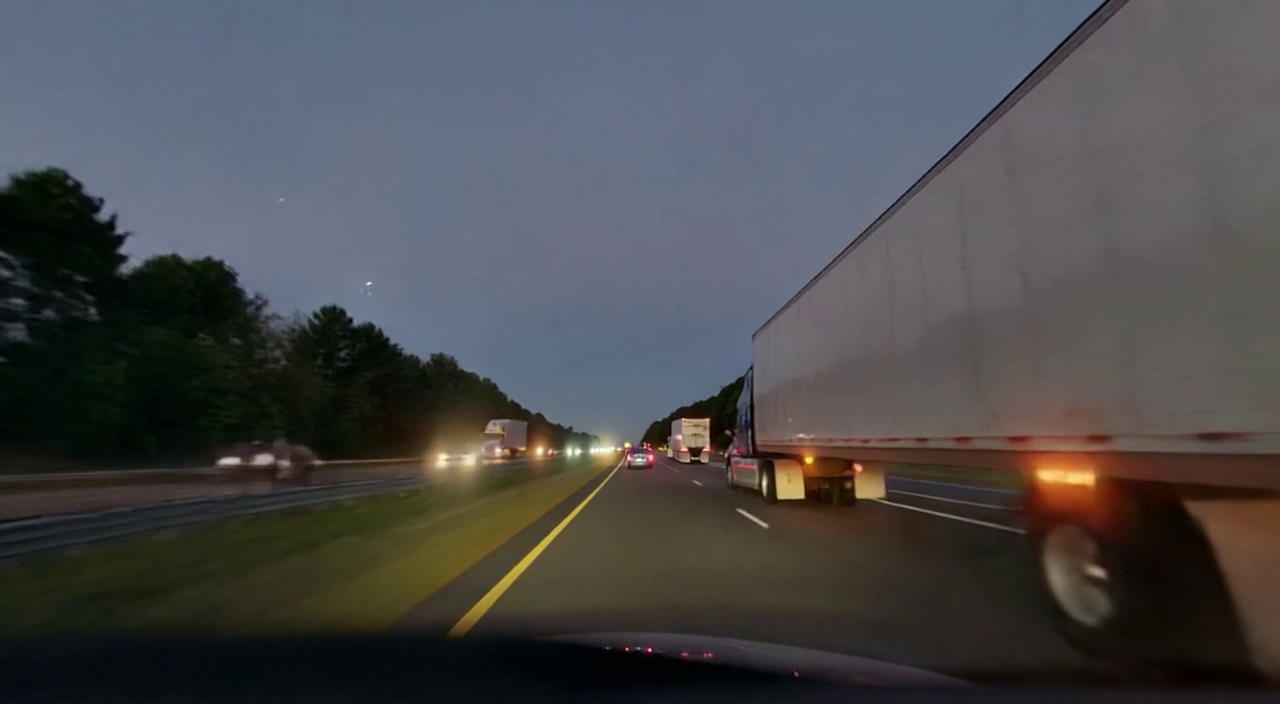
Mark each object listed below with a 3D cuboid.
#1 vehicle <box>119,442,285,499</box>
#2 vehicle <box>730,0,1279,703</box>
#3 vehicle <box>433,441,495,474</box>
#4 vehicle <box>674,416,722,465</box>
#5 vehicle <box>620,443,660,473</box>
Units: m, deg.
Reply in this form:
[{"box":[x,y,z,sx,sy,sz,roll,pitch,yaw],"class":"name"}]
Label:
[{"box":[-13.085,3.542,19.263,1.827,1.507,4.508,0,-9,0],"class":"vehicle"},{"box":[3.820,0.566,8.553,2.883,4.057,14.579,0,-9,-1],"class":"vehicle"},{"box":[-8.922,5.398,32.306,2.027,1.574,3.990,0,-9,0],"class":"vehicle"},{"box":[4.010,6.386,45.116,2.684,3.263,5.865,0,-9,-2],"class":"vehicle"},{"box":[-0.030,5.750,34.408,2.051,1.513,4.511,0,-9,0],"class":"vehicle"}]
